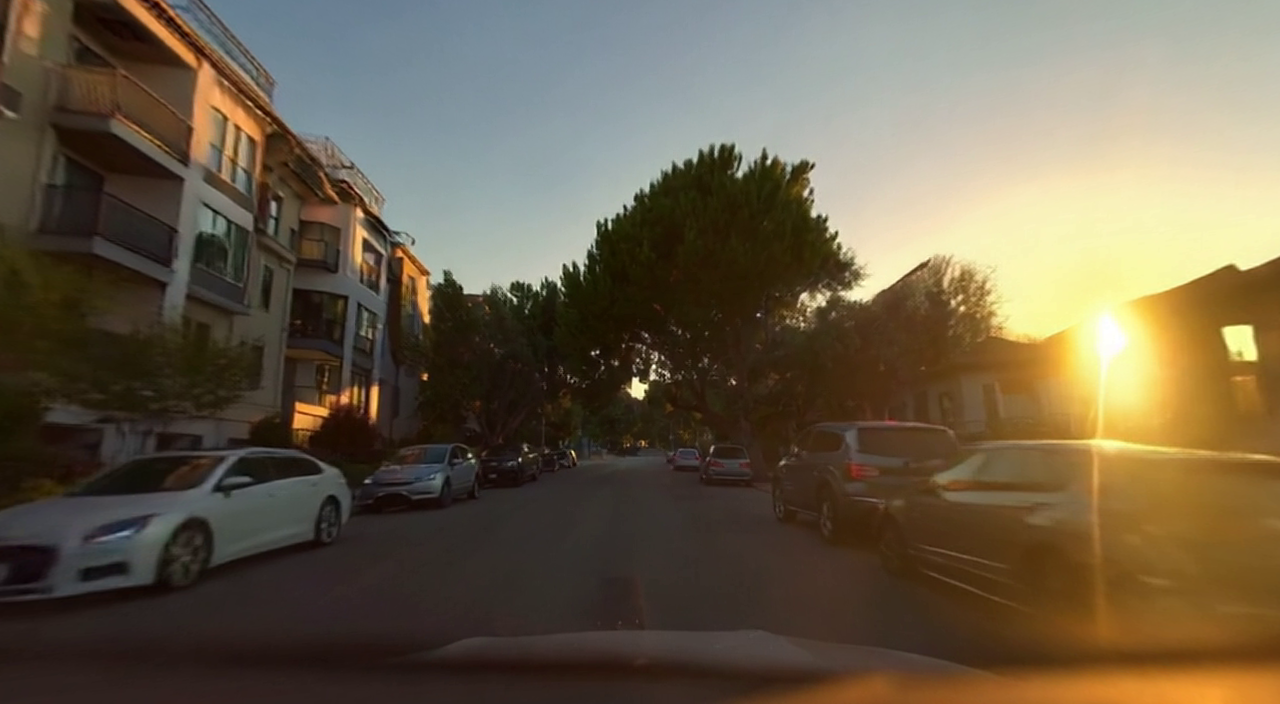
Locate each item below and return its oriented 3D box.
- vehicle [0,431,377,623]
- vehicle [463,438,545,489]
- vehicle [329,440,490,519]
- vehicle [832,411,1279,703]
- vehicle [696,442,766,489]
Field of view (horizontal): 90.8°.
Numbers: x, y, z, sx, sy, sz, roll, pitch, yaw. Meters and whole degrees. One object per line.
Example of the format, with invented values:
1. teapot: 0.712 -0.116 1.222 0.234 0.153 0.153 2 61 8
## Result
1. vehicle: -5.649 1.937 8.249 2.256 1.590 5.488 -2 -8 -2
2. vehicle: -5.908 4.898 28.192 2.499 2.008 5.293 0 -8 0
3. vehicle: -6.046 3.373 17.526 2.431 1.718 5.431 -3 -8 0
4. vehicle: 3.553 1.497 5.793 1.988 1.652 5.017 0 -8 0
5. vehicle: 3.803 4.843 27.412 2.137 1.848 4.953 0 -8 -2
